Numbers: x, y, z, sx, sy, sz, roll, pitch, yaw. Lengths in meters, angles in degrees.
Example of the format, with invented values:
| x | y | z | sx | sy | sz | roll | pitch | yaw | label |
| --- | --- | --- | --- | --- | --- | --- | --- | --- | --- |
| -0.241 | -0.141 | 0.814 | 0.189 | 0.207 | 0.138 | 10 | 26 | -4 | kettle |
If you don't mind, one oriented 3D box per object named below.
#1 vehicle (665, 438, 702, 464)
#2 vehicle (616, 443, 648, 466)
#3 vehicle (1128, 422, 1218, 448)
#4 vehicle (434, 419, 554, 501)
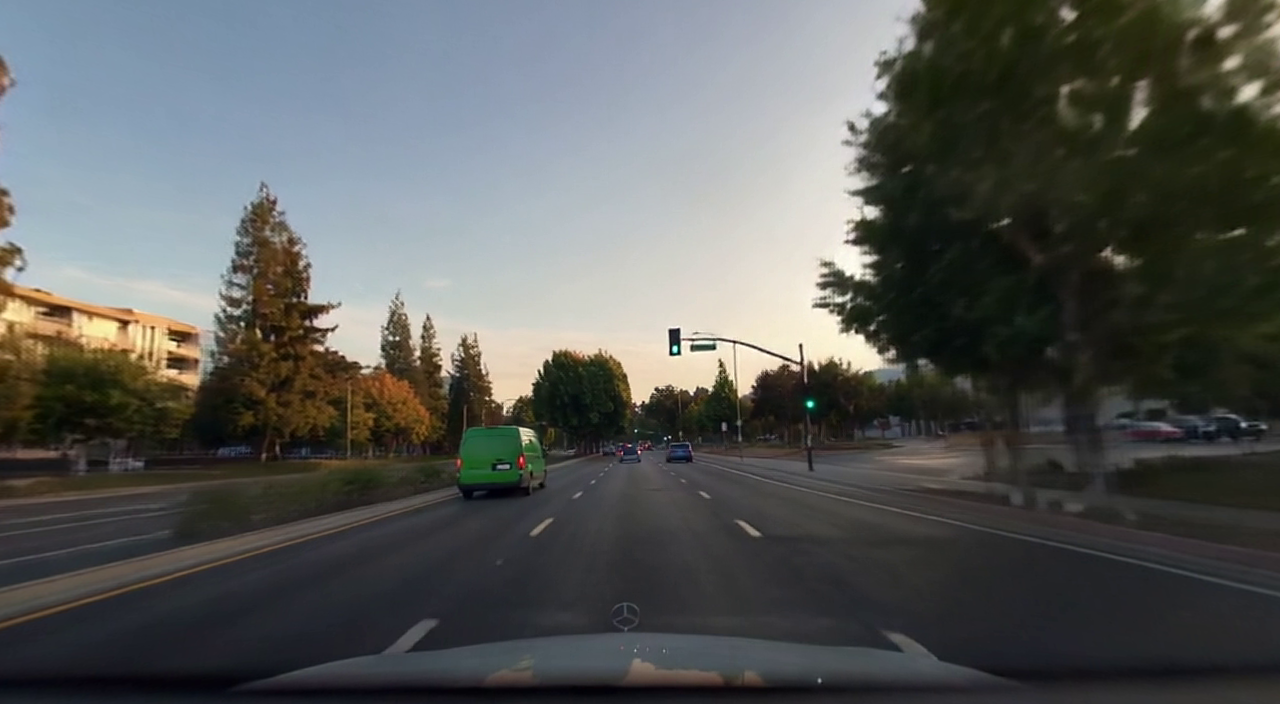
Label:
| x | y | z | sx | sy | sz | roll | pitch | yaw | label |
| --- | --- | --- | --- | --- | --- | --- | --- | --- | --- |
| 3.050 | 7.063 | 45.117 | 2.181 | 1.781 | 4.257 | 0 | -8 | -2 | vehicle |
| -0.570 | 6.947 | 43.080 | 2.039 | 1.455 | 3.826 | 0 | -8 | -2 | vehicle |
| 34.210 | 5.355 | 40.624 | 3.874 | 1.412 | 1.851 | -4 | -9 | 5 | vehicle |
| -3.660 | 2.833 | 16.874 | 2.075 | 1.863 | 4.744 | 0 | -9 | 0 | vehicle |
